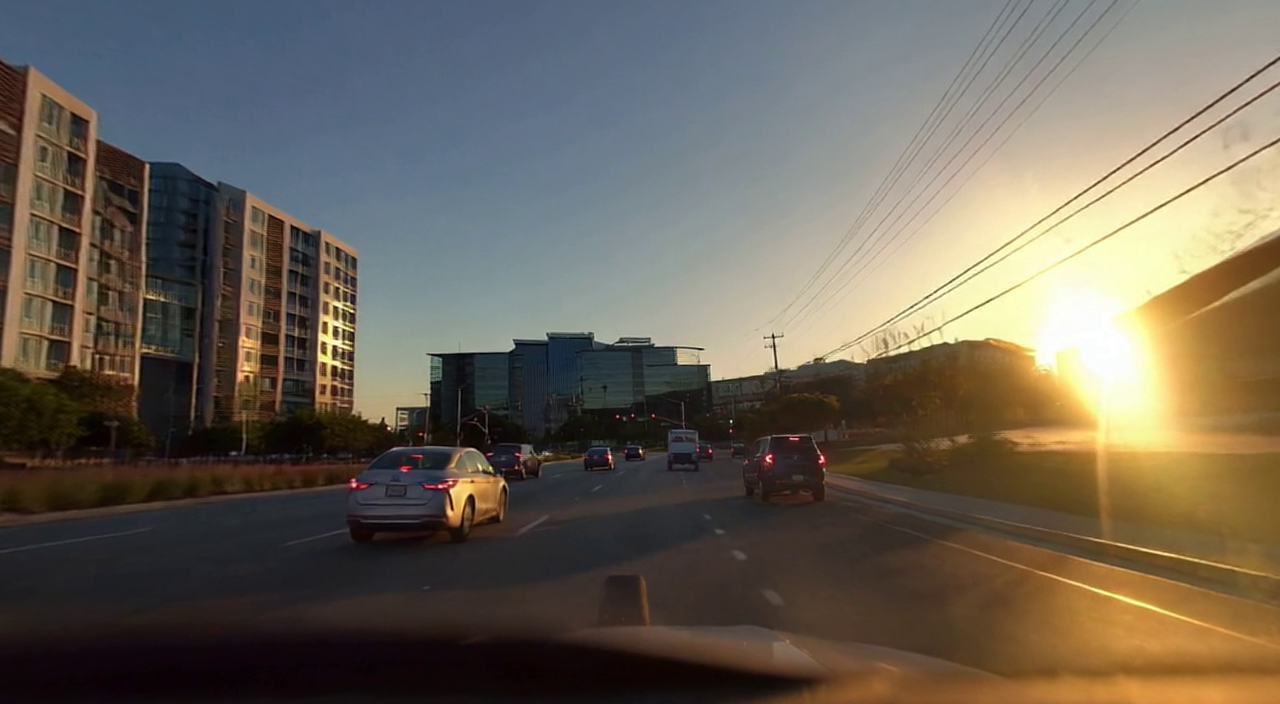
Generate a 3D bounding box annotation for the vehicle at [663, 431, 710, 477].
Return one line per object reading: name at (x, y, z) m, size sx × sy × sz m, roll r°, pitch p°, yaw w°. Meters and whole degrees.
vehicle at (2.809, 5.860, 36.432) m, size 2.457 × 2.440 × 5.486 m, roll -1°, pitch -9°, yaw 7°

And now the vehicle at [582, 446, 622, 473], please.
vehicle at (-2.329, 6.673, 39.293) m, size 1.984 × 1.567 × 4.311 m, roll -1°, pitch -9°, yaw 4°

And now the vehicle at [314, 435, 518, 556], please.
vehicle at (-3.460, 2.252, 10.550) m, size 1.934 × 1.643 × 3.718 m, roll 0°, pitch -9°, yaw 2°

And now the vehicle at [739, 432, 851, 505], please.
vehicle at (4.497, 3.444, 19.033) m, size 2.283 × 1.923 × 4.427 m, roll 0°, pitch -9°, yaw 1°
